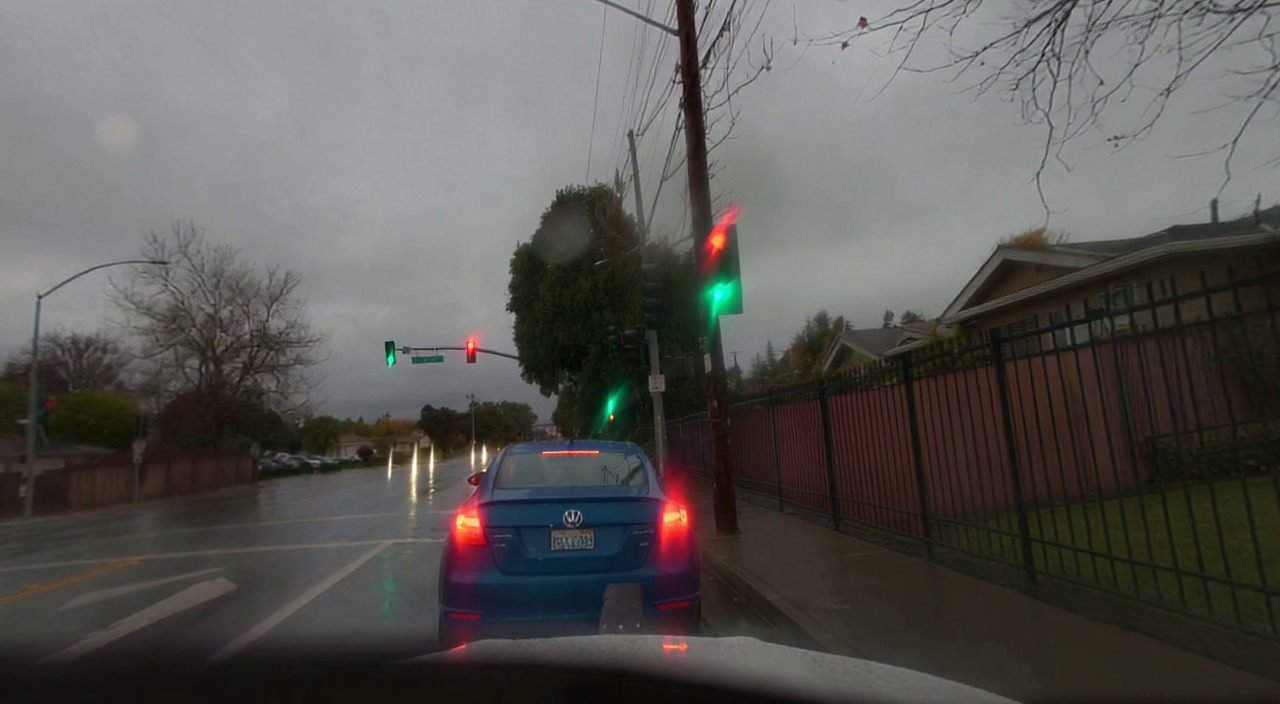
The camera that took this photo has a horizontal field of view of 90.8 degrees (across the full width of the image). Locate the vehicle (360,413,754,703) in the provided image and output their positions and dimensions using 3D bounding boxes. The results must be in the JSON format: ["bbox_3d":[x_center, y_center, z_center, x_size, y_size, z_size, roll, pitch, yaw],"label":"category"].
[{"bbox_3d":[-0.680,1.352,5.181,2.024,1.502,3.702,1,-9,-9],"label":"vehicle"}]
